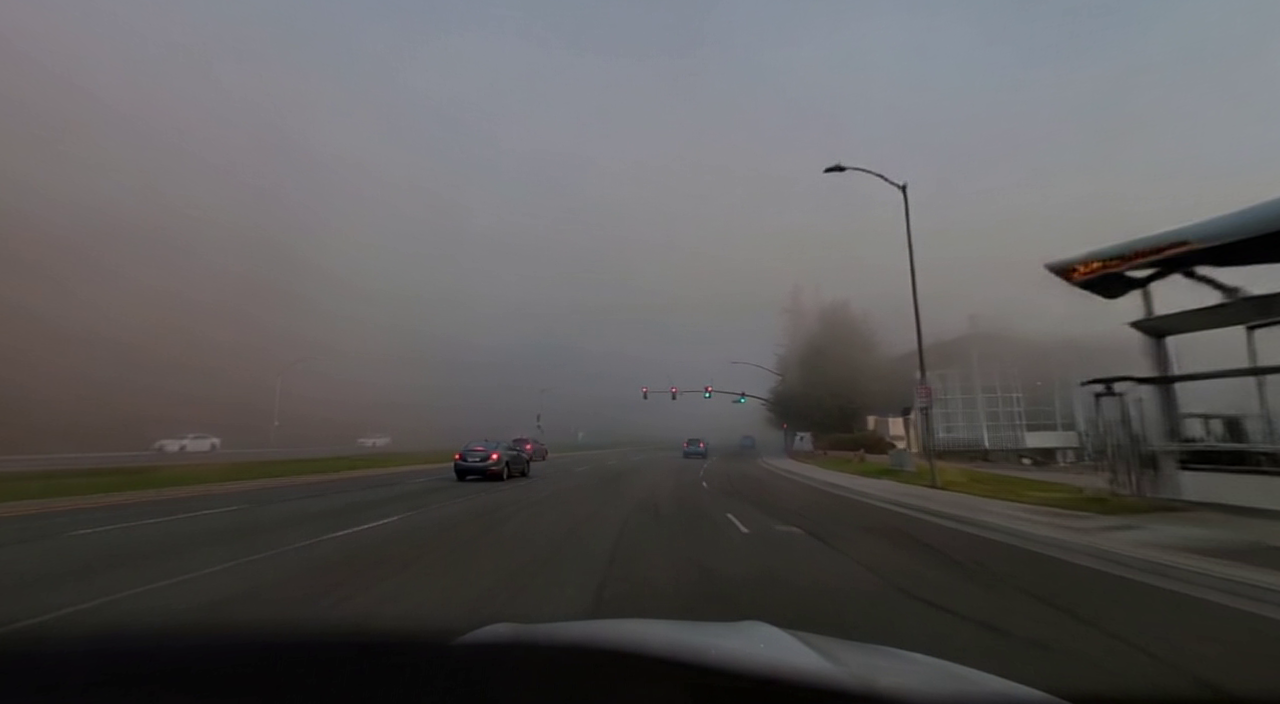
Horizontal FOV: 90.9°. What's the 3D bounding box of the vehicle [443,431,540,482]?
[{"bbox_3d":[-5.405,3.882,23.680,2.181,1.728,4.515,-1,-9,5],"label":"vehicle"}]
